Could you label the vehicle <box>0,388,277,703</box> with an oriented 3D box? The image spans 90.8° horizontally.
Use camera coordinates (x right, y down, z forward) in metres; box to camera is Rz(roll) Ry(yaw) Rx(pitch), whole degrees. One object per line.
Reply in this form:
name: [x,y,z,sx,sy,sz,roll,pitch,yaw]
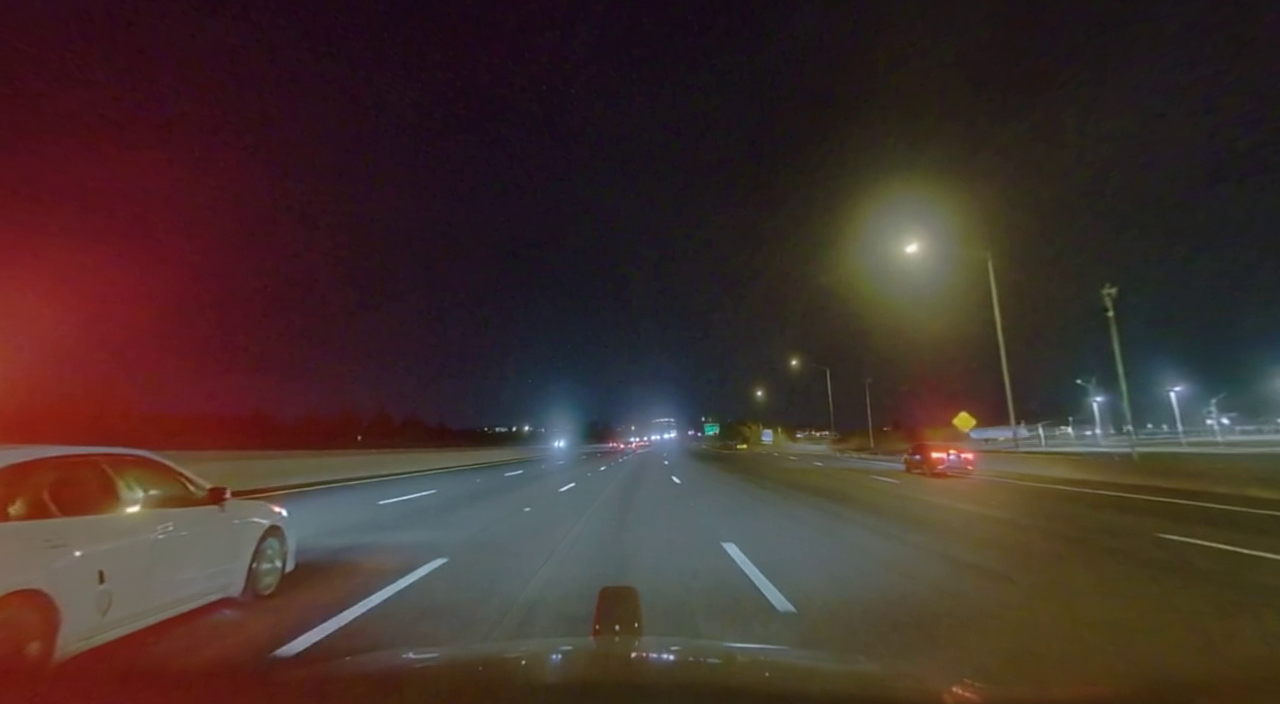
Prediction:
vehicle: [-3.760,0.862,2.201,1.984,1.553,5.065,0,-9,0]
